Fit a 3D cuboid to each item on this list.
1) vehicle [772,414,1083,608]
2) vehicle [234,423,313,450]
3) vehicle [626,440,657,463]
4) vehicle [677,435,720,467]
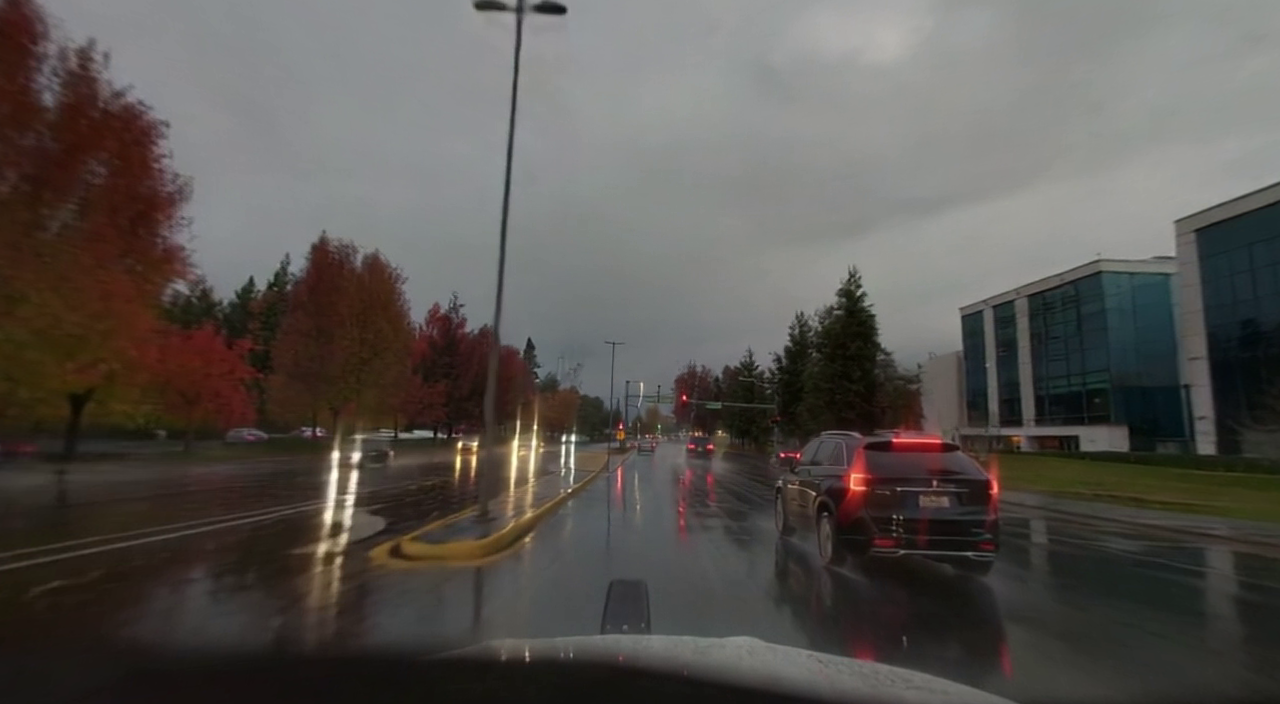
[{"bbox_3d":[2.969,1.696,7.592,1.901,1.634,3.896,2,-8,0],"label":"vehicle"},{"bbox_3d":[-26.740,6.234,46.253,2.149,1.809,5.973,1,-9,0],"label":"vehicle"},{"bbox_3d":[0.084,6.670,42.459,1.991,1.477,3.814,0,-8,1],"label":"vehicle"},{"bbox_3d":[3.567,6.104,39.121,2.154,1.844,4.634,0,-8,-1],"label":"vehicle"}]
